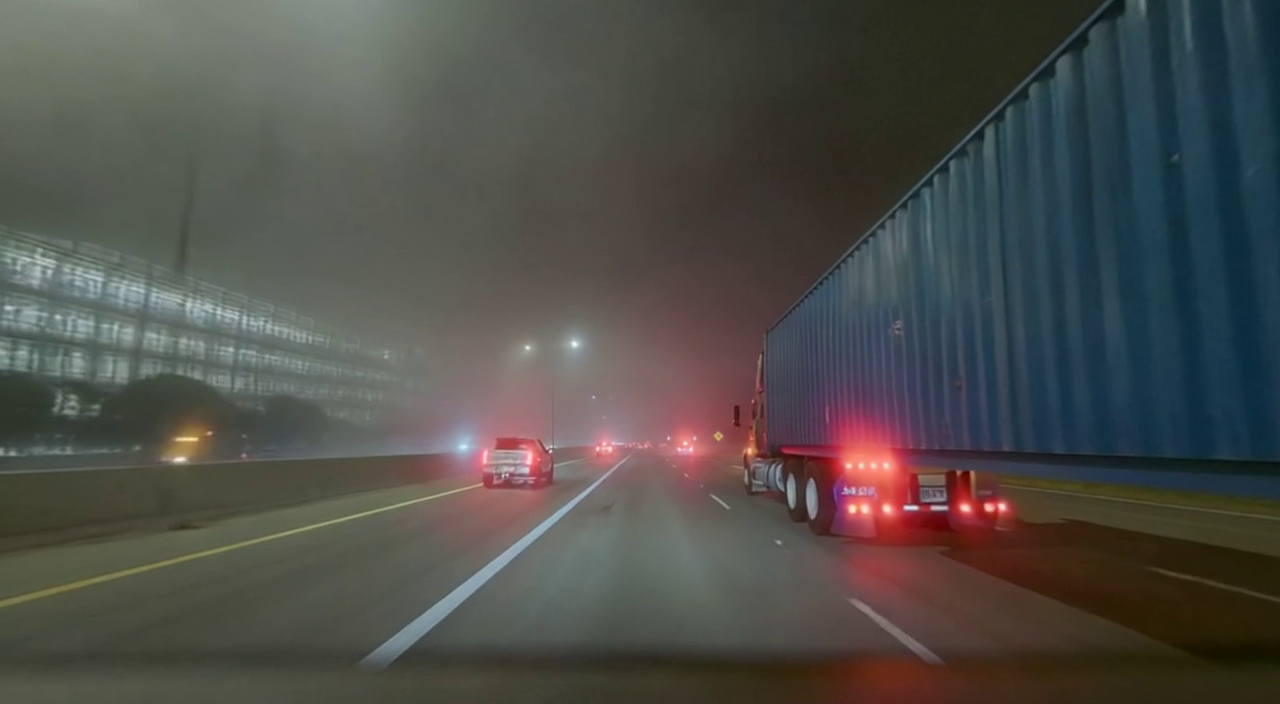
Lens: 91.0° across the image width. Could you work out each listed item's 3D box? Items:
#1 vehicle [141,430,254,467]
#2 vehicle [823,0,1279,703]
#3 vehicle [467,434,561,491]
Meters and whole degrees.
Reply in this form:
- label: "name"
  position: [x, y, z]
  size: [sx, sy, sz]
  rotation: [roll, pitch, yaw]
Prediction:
- label: "vehicle"
  position: [-29.189, 6.435, 41.936]
  size: [2.262, 2.226, 7.066]
  rotation: [0, -9, 1]
- label: "vehicle"
  position: [3.893, -0.512, 1.768]
  size: [2.893, 3.992, 13.605]
  rotation: [0, -8, 1]
- label: "vehicle"
  position: [-3.661, 3.294, 19.075]
  size: [1.954, 1.528, 4.010]
  rotation: [0, -8, 1]
